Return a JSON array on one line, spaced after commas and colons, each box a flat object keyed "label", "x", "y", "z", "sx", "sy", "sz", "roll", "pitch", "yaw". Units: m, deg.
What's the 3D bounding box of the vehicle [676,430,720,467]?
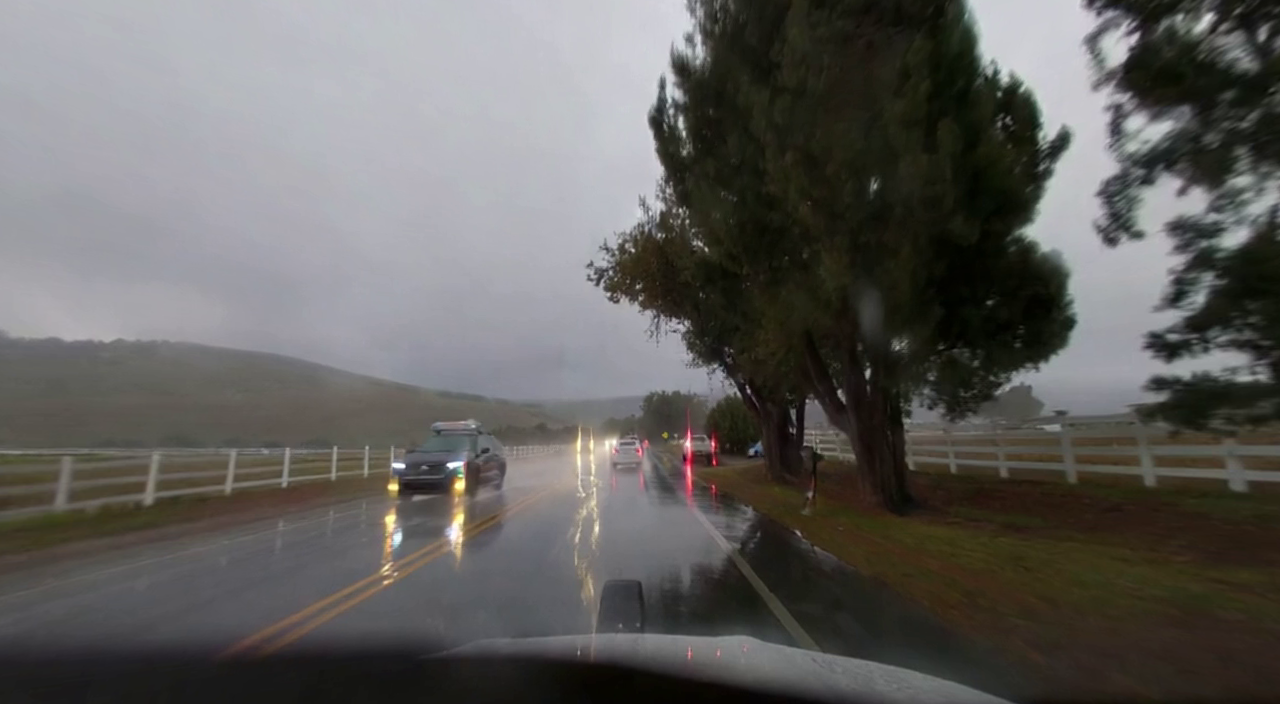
[{"label": "vehicle", "x": 3.411, "y": 5.601, "z": 36.736, "sx": 2.348, "sy": 1.969, "sz": 5.269, "roll": -1, "pitch": -9, "yaw": 6}]

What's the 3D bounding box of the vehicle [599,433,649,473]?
[{"label": "vehicle", "x": -0.703, "y": 4.615, "z": 29.033, "sx": 2.158, "sy": 1.669, "sz": 4.006, "roll": 0, "pitch": -9, "yaw": 0}]

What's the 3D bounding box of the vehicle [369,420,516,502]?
[{"label": "vehicle", "x": -5.235, "y": 3.005, "z": 17.785, "sx": 2.307, "sy": 1.907, "sz": 5.571, "roll": 0, "pitch": -8, "yaw": 0}]

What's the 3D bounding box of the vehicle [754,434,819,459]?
[{"label": "vehicle", "x": 9.605, "y": 6.264, "z": 41.848, "sx": 1.975, "sy": 1.545, "sz": 4.333, "roll": 3, "pitch": -9, "yaw": -22}]
